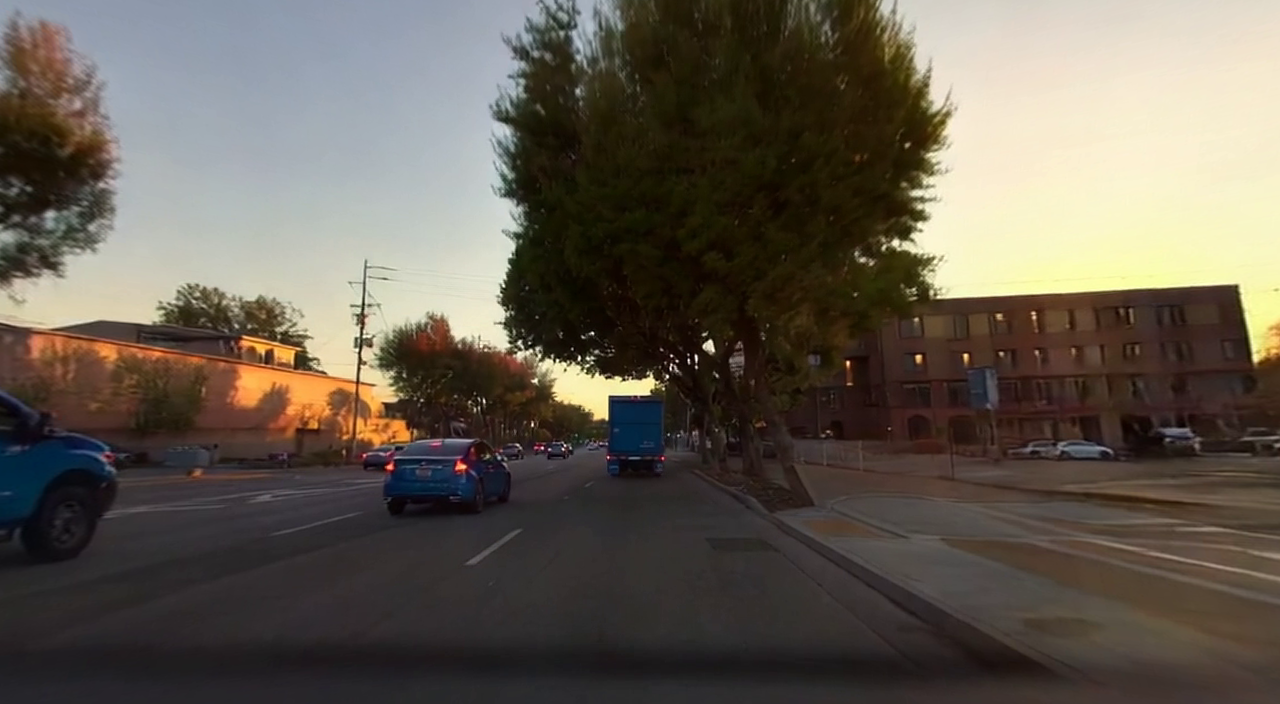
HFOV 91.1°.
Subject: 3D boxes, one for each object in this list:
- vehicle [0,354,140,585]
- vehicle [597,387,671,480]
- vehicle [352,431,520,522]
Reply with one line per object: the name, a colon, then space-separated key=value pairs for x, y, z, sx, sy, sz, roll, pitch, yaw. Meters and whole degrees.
vehicle: x=-7.396 y=0.909 z=4.550 sx=2.391 sy=2.204 sz=6.157 roll=0 pitch=-9 yaw=1
vehicle: x=-0.195 y=3.869 z=29.247 sx=2.905 sy=3.644 sz=8.807 roll=0 pitch=-9 yaw=1
vehicle: x=-4.042 y=2.536 z=13.349 sx=2.078 sy=1.597 sz=4.355 roll=0 pitch=-9 yaw=0
